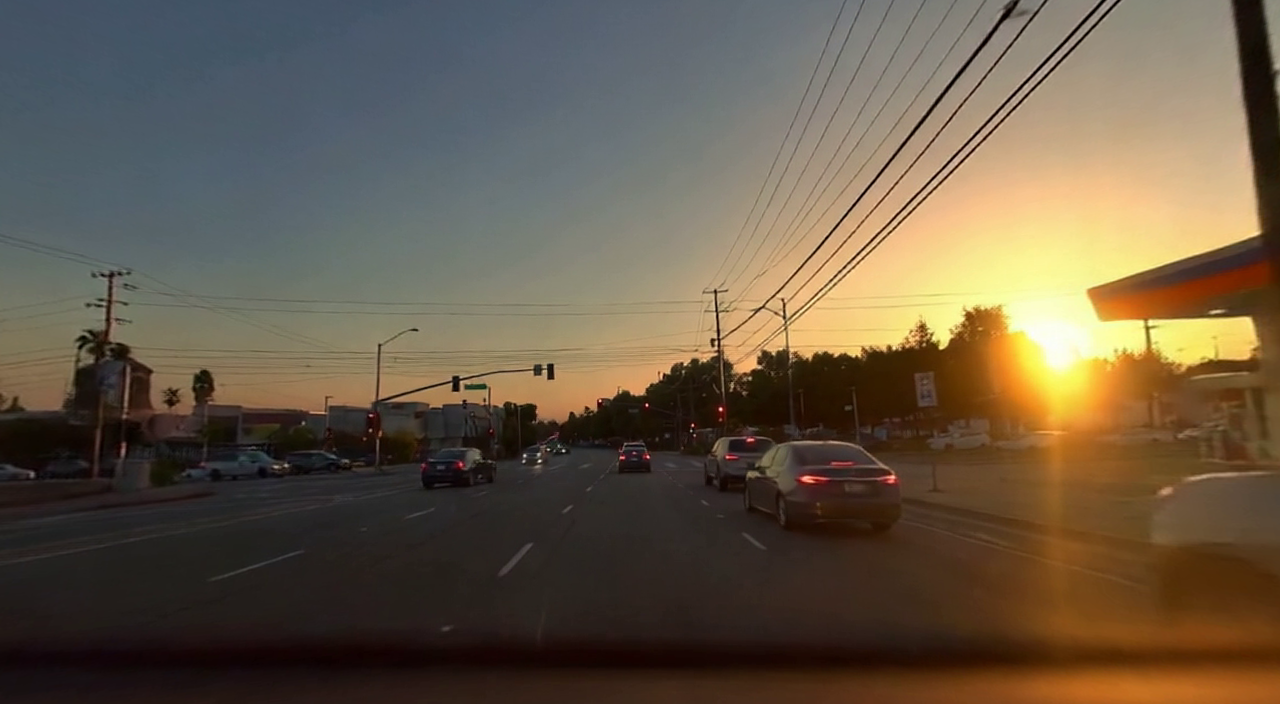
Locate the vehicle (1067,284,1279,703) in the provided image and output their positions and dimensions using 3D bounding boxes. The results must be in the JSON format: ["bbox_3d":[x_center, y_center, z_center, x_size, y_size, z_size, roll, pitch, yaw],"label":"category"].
[{"bbox_3d":[3.217,0.454,0.523,2.124,1.824,4.973,0,-9,-1],"label":"vehicle"}]

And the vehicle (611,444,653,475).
[{"bbox_3d":[-0.433,5.508,32.694,2.065,1.484,3.894,0,-9,-1],"label":"vehicle"}]

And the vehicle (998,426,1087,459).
[{"bbox_3d":[19.687,4.523,31.182,2.140,1.485,4.425,-2,-10,11],"label":"vehicle"}]

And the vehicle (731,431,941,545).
[{"bbox_3d":[2.919,2.130,10.603,1.945,1.470,4.363,0,-9,-3],"label":"vehicle"}]

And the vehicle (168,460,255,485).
[{"bbox_3d":[-30.127,8.471,44.479,4.989,1.567,2.075,-1,-9,12],"label":"vehicle"}]

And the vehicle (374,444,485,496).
[{"bbox_3d":[-6.528,3.687,20.168,2.075,1.470,4.190,0,-9,0],"label":"vehicle"}]

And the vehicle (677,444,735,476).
[{"bbox_3d":[3.143,5.266,31.022,2.208,1.436,4.542,0,-9,-2],"label":"vehicle"}]
